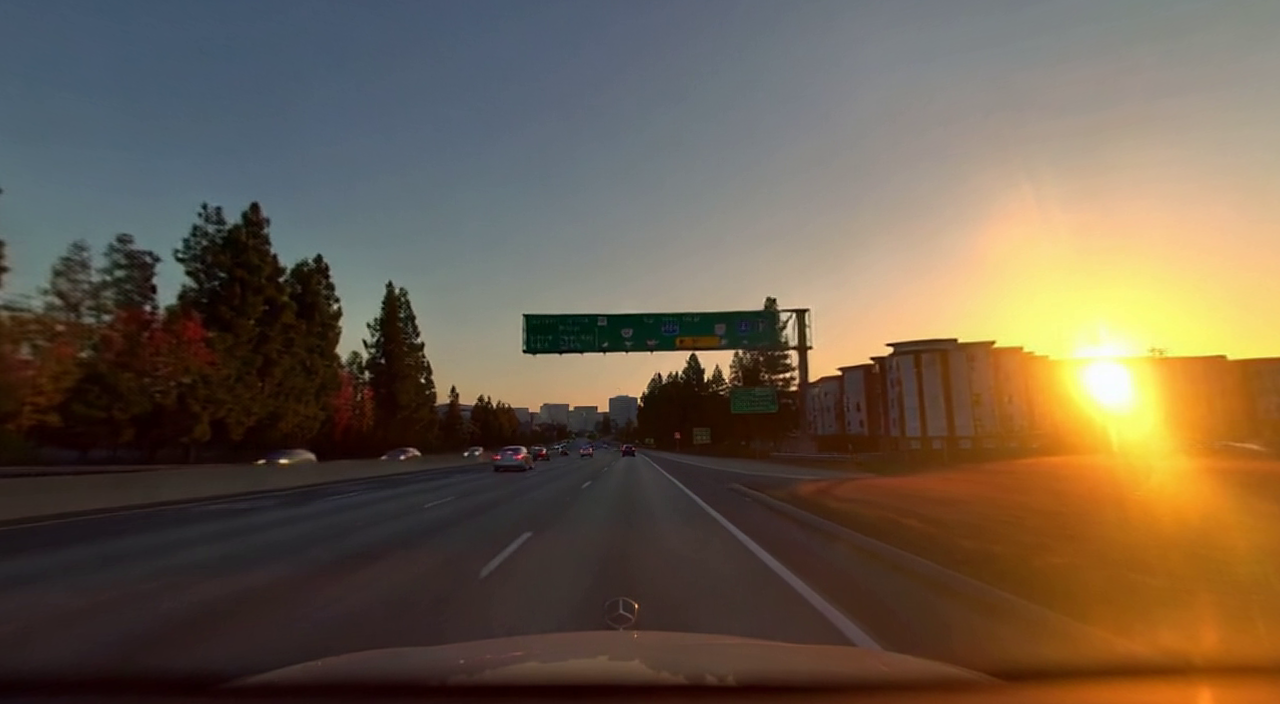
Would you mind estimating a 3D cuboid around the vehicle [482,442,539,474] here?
[{"bbox_3d":[-6.881,5.669,34.027,2.016,1.606,4.806,0,-9,0],"label":"vehicle"}]
